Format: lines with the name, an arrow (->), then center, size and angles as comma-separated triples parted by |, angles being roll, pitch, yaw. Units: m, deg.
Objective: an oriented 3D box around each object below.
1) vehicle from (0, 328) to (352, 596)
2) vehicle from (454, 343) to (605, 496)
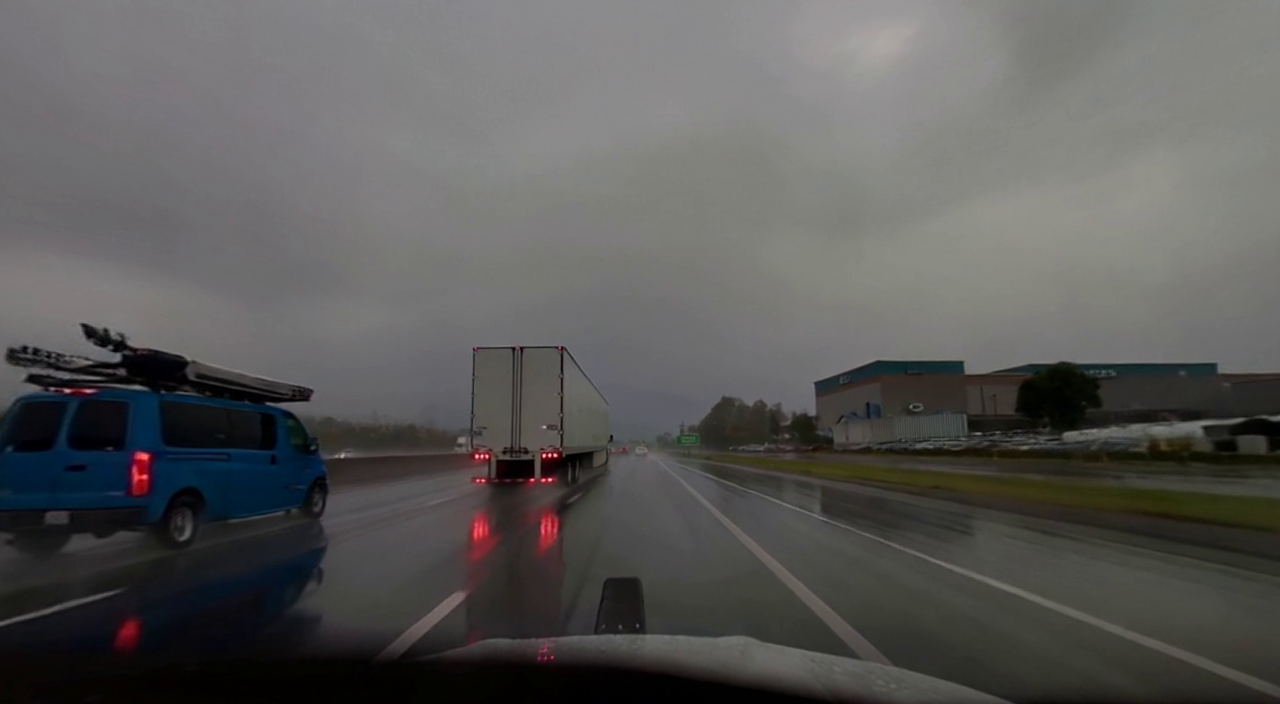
vehicle -> -6.931, 1.521, 9.378 | 2.385, 2.672, 6.049 | 0, -8, 0
vehicle -> -3.428, 2.999, 25.304 | 2.939, 4.132, 16.303 | 0, -8, 1
